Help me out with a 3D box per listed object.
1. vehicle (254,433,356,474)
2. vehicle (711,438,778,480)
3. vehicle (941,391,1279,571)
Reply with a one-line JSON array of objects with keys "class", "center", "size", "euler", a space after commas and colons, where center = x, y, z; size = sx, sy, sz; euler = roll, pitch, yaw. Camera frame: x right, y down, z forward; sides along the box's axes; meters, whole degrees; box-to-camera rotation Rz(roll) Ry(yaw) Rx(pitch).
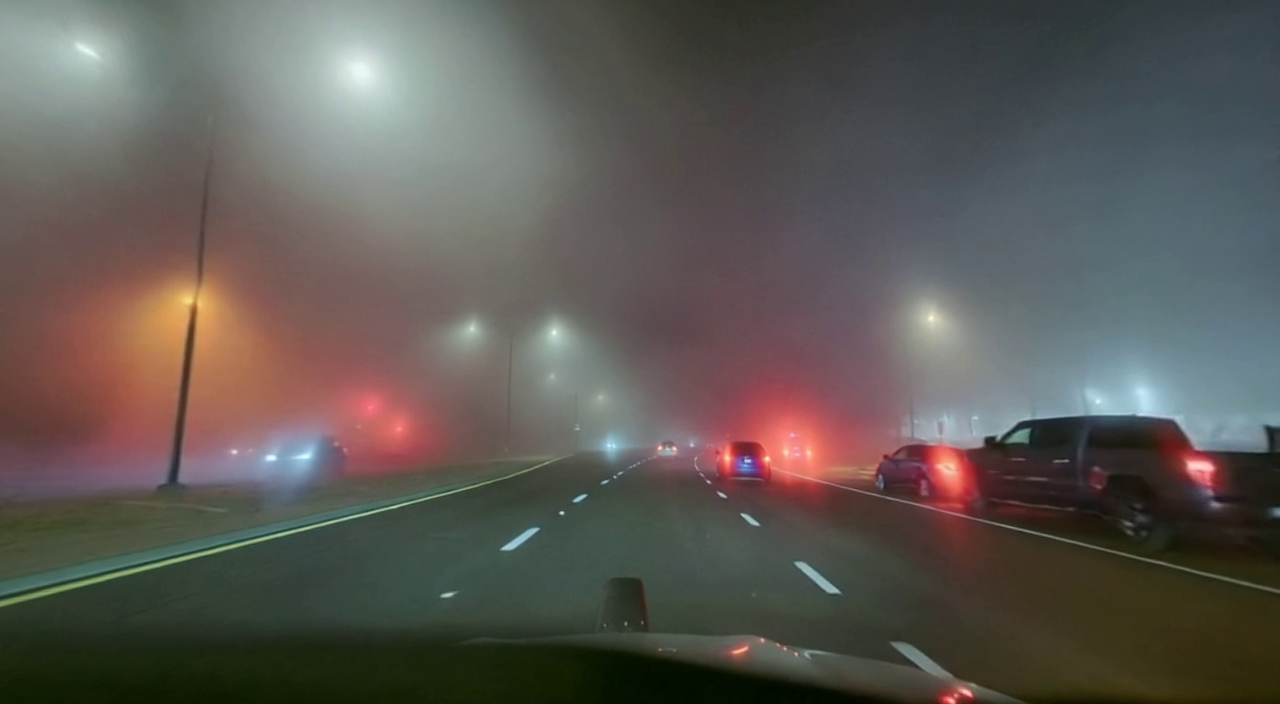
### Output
[{"class": "vehicle", "center": [-13.820, 4.201, 26.298], "size": [1.862, 1.551, 4.265], "euler": [-1, -8, 1]}, {"class": "vehicle", "center": [4.074, 4.257, 25.348], "size": [1.981, 1.499, 4.536], "euler": [0, -8, 1]}, {"class": "vehicle", "center": [7.704, 1.912, 10.329], "size": [2.410, 1.997, 6.477], "euler": [0, -8, 1]}]
